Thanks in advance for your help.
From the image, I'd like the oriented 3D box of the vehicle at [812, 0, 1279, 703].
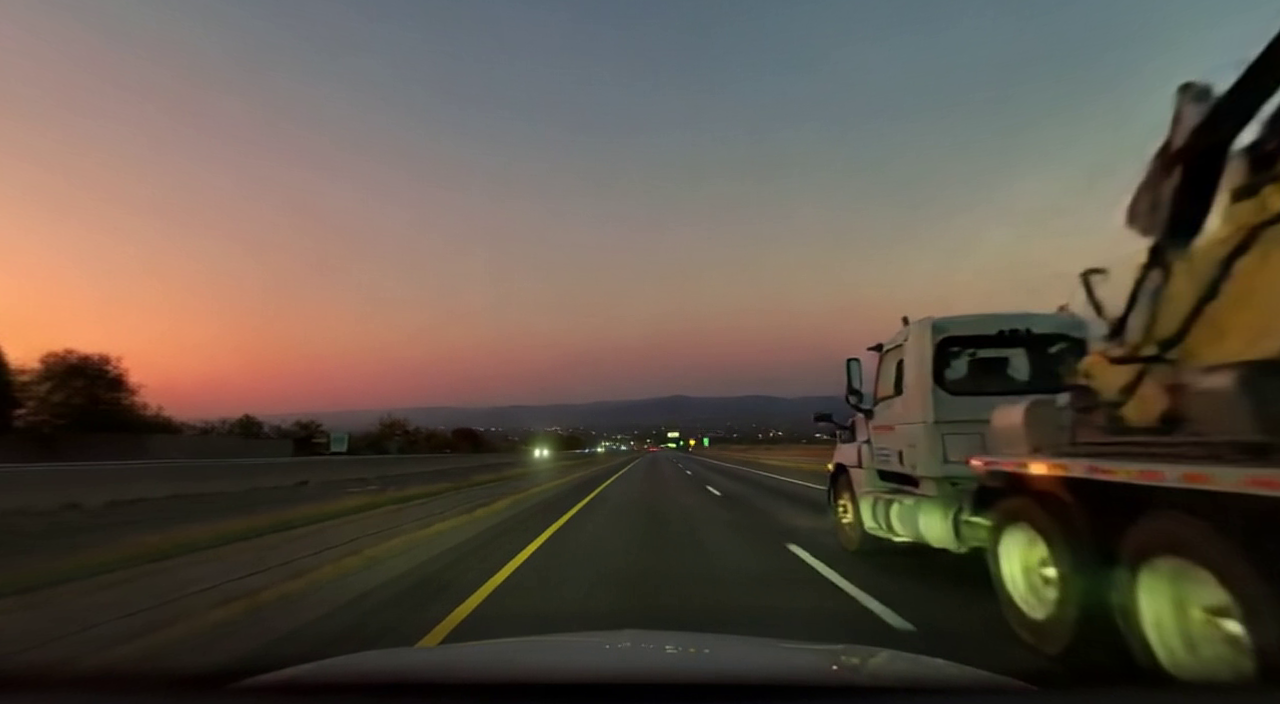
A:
[{"bbox_3d":[3.965,0.419,3.789,3.342,2.931,9.266,-1,-8,1],"label":"vehicle"}]
